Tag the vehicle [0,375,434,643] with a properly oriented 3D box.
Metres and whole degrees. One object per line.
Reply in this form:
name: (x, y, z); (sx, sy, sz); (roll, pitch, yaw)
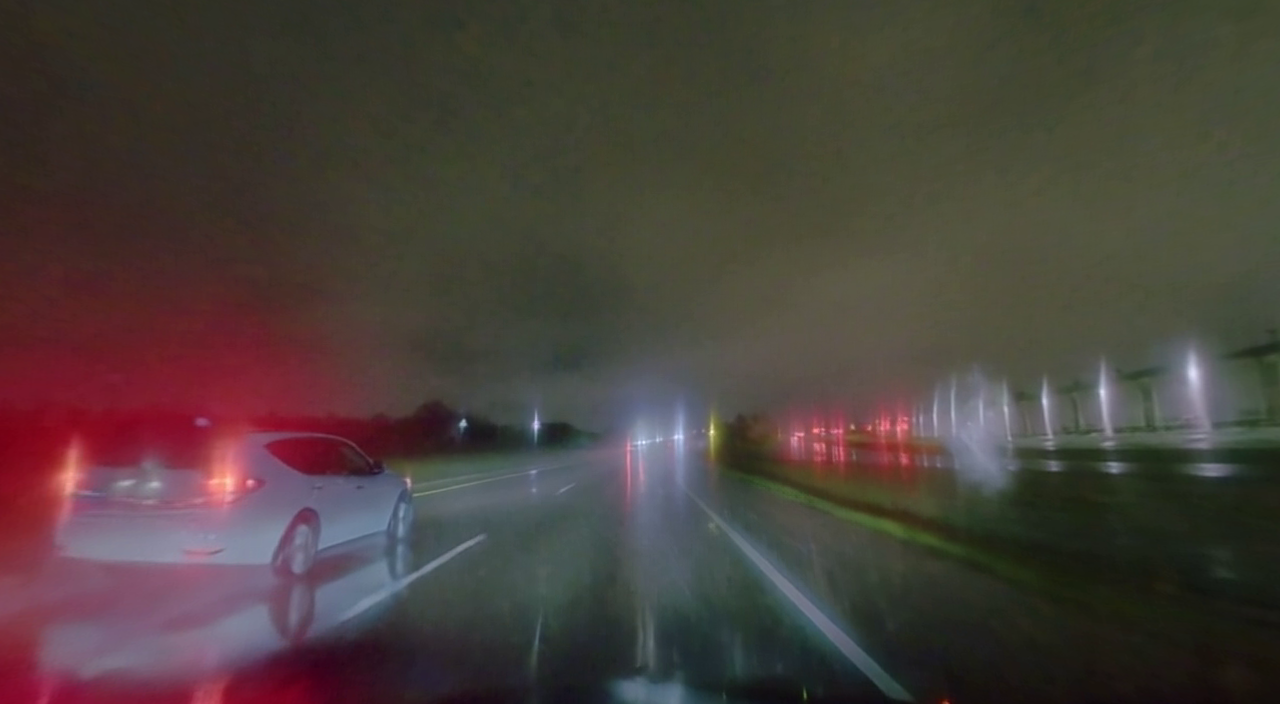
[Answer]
vehicle: (-4.107, 1.400, 6.632); (2.193, 1.771, 4.757); (0, -9, 1)
